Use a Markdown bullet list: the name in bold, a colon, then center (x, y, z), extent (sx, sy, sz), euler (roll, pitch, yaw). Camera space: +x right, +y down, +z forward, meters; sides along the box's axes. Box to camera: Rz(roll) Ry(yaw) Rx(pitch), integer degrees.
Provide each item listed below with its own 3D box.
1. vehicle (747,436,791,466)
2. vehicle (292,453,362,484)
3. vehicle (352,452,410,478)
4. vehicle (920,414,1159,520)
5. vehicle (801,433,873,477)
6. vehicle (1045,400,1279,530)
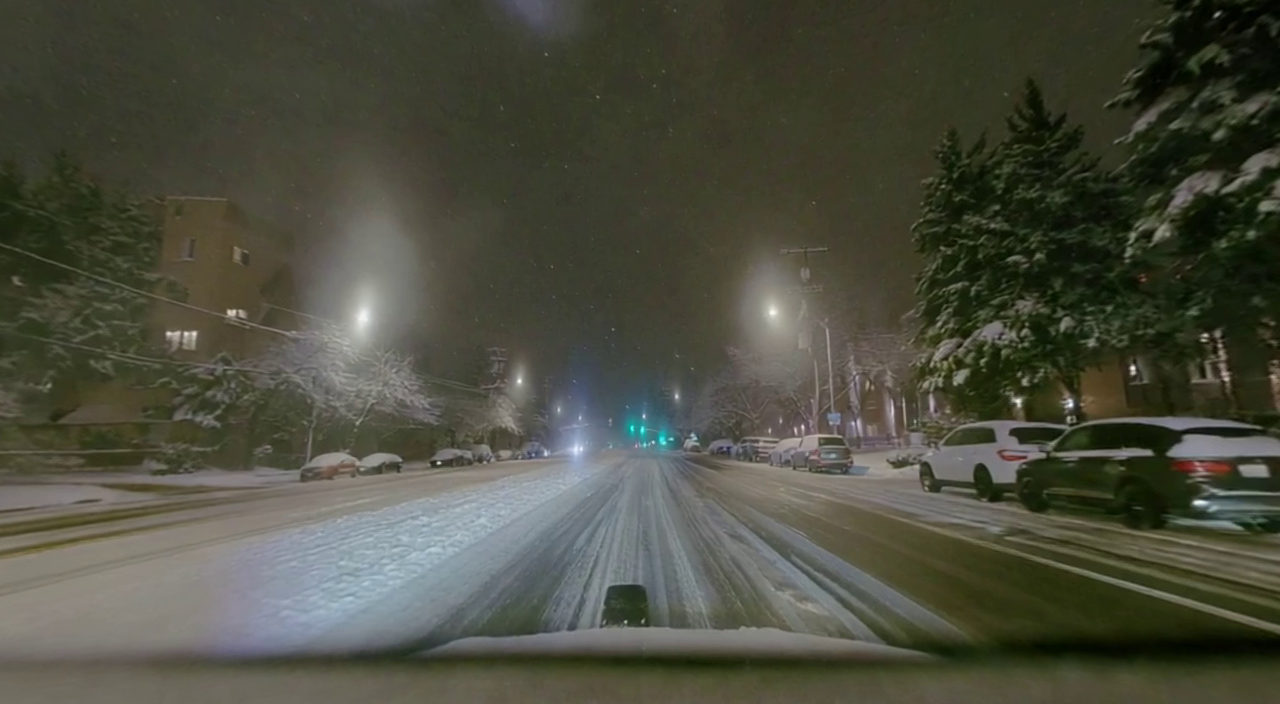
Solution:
- **vehicle**: center (10.032, 7.759, 49.588), extent (2.115, 2.151, 5.826), euler (1, -9, -1)
- **vehicle**: center (-17.213, 6.398, 34.937), extent (1.879, 1.494, 4.227), euler (-1, -8, -3)
- **vehicle**: center (-16.742, 7.303, 40.978), extent (1.868, 1.470, 4.652), euler (-1, -8, 0)
- **vehicle**: center (9.199, 2.717, 15.374), extent (2.215, 2.068, 5.493), euler (0, -9, 0)
- **vehicle**: center (9.869, 5.207, 32.101), extent (2.169, 2.043, 5.484), euler (0, -9, 3)
- **vehicle**: center (10.488, 2.104, 12.060), extent (2.032, 1.936, 4.955), euler (1, -9, -2)
